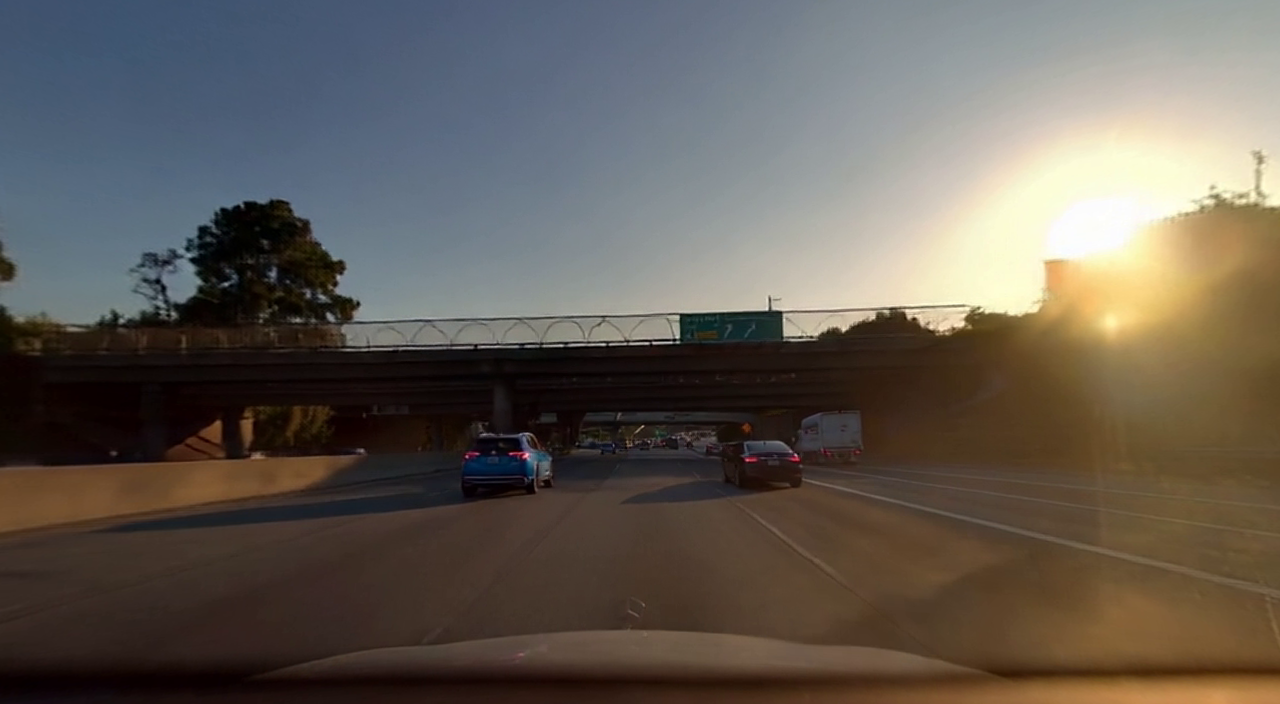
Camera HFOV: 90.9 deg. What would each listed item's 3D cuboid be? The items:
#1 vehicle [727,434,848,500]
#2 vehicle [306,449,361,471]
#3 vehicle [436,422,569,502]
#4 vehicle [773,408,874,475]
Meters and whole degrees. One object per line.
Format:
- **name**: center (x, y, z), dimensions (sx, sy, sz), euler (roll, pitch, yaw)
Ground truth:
- **vehicle**: center (3.705, 3.000, 16.830), dimensions (2.080, 1.493, 4.674), euler (0, -9, 0)
- **vehicle**: center (-22.588, 7.943, 46.682), dimensions (1.840, 1.492, 4.423), euler (0, -9, 1)
- **vehicle**: center (-3.381, 2.867, 16.790), dimensions (2.218, 1.764, 5.229), euler (0, -9, 2)
- **vehicle**: center (7.800, 3.893, 27.448), dimensions (2.729, 2.628, 4.875), euler (0, -9, -2)
